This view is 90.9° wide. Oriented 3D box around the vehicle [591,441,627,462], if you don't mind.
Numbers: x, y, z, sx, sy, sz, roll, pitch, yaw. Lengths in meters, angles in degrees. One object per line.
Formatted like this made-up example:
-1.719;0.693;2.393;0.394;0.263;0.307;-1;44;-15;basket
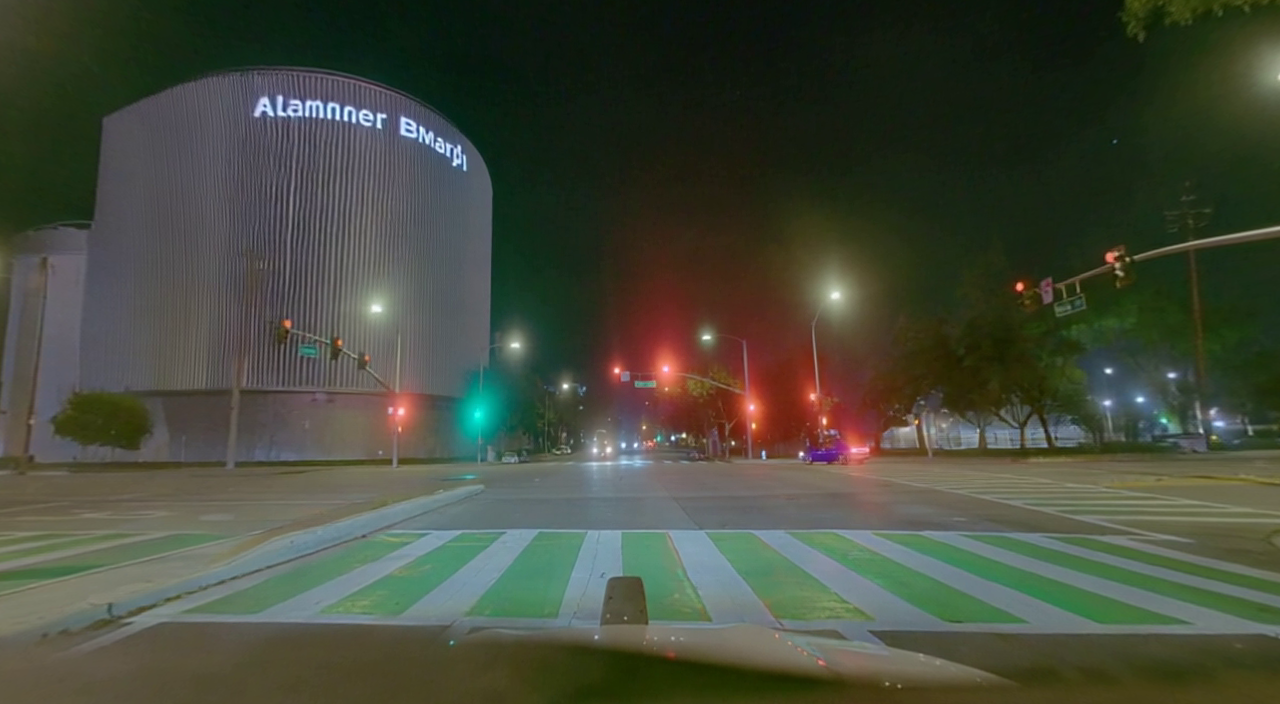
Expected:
-2.265;7.493;47.585;2.280;1.454;4.836;0;-8;2;vehicle

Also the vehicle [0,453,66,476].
-41.685;7.614;42.720;3.698;1.467;1.779;0;-8;1;vehicle

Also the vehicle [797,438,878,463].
12.270;6.147;39.432;4.529;1.457;1.981;-1;-9;9;vehicle

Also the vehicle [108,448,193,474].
-33.115;7.389;42.722;4.136;1.661;1.857;0;-8;1;vehicle

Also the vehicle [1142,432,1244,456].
36.122;6.026;41.227;4.767;1.456;1.858;0;-8;2;vehicle
